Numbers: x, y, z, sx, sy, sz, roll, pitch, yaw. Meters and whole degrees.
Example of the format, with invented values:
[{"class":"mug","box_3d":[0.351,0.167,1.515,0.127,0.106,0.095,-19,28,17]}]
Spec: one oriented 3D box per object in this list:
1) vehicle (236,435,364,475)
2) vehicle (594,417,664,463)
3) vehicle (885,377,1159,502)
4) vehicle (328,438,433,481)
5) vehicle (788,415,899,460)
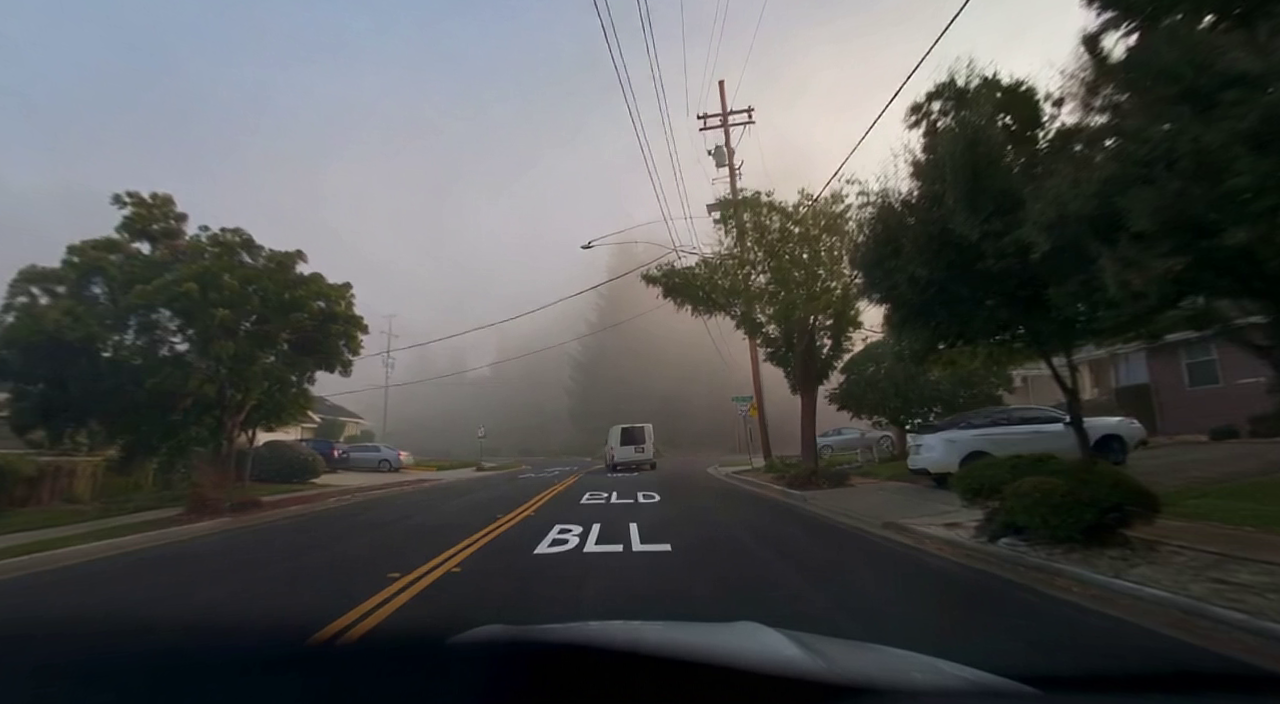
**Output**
[{"class":"vehicle","box_3d":[-16.261,4.935,30.417,4.881,1.828,2.111,0,-8,-1]},{"class":"vehicle","box_3d":[-0.961,6.407,45.725,2.929,3.058,7.559,3,-9,-19]},{"class":"vehicle","box_3d":[8.226,1.908,13.940,4.584,1.817,2.018,-9,-8,-5]},{"class":"vehicle","box_3d":[-13.473,5.629,33.019,4.550,1.655,2.143,-5,-15,-1]},{"class":"vehicle","box_3d":[10.023,4.289,31.392,4.658,1.536,2.090,-8,-10,1]}]
